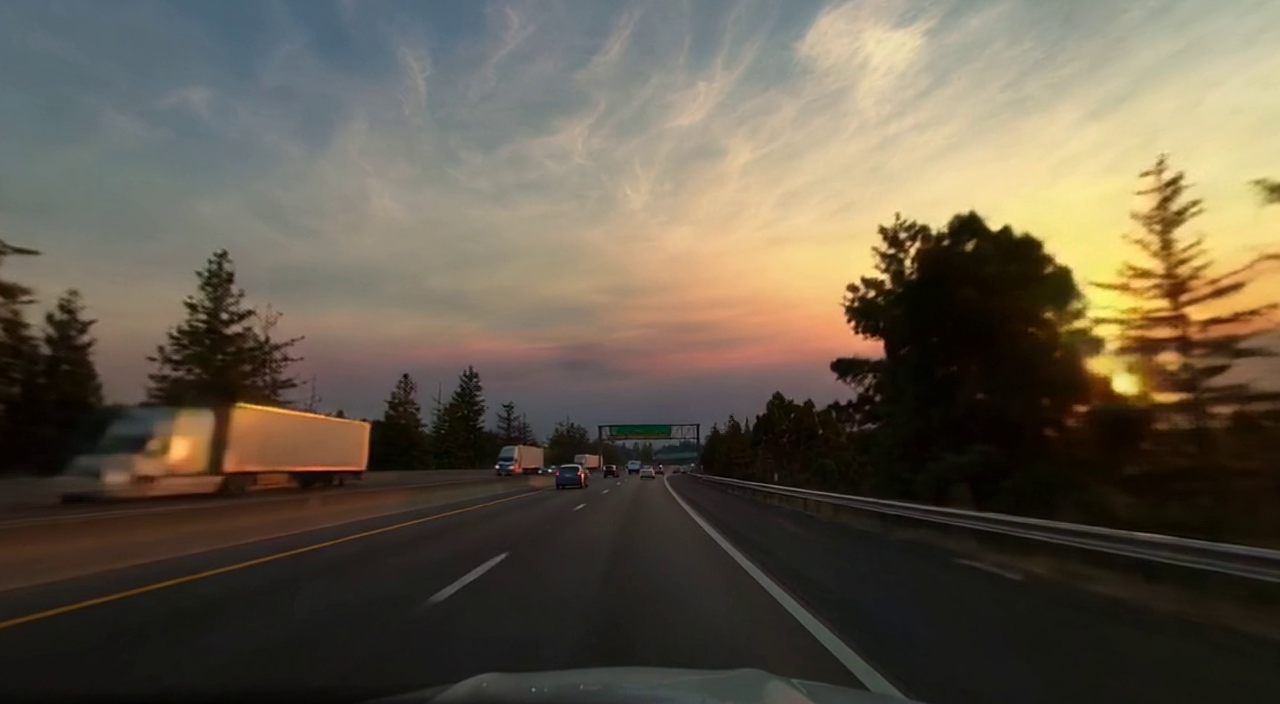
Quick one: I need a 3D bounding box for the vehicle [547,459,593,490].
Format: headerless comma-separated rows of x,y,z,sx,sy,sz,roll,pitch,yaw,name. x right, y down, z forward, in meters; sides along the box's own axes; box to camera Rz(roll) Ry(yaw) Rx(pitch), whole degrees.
-4.226,7.523,38.775,2.160,1.721,4.368,1,-11,2,vehicle

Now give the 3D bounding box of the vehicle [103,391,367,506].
-17.498,4.722,29.591,2.862,4.065,14.159,1,-11,0,vehicle
